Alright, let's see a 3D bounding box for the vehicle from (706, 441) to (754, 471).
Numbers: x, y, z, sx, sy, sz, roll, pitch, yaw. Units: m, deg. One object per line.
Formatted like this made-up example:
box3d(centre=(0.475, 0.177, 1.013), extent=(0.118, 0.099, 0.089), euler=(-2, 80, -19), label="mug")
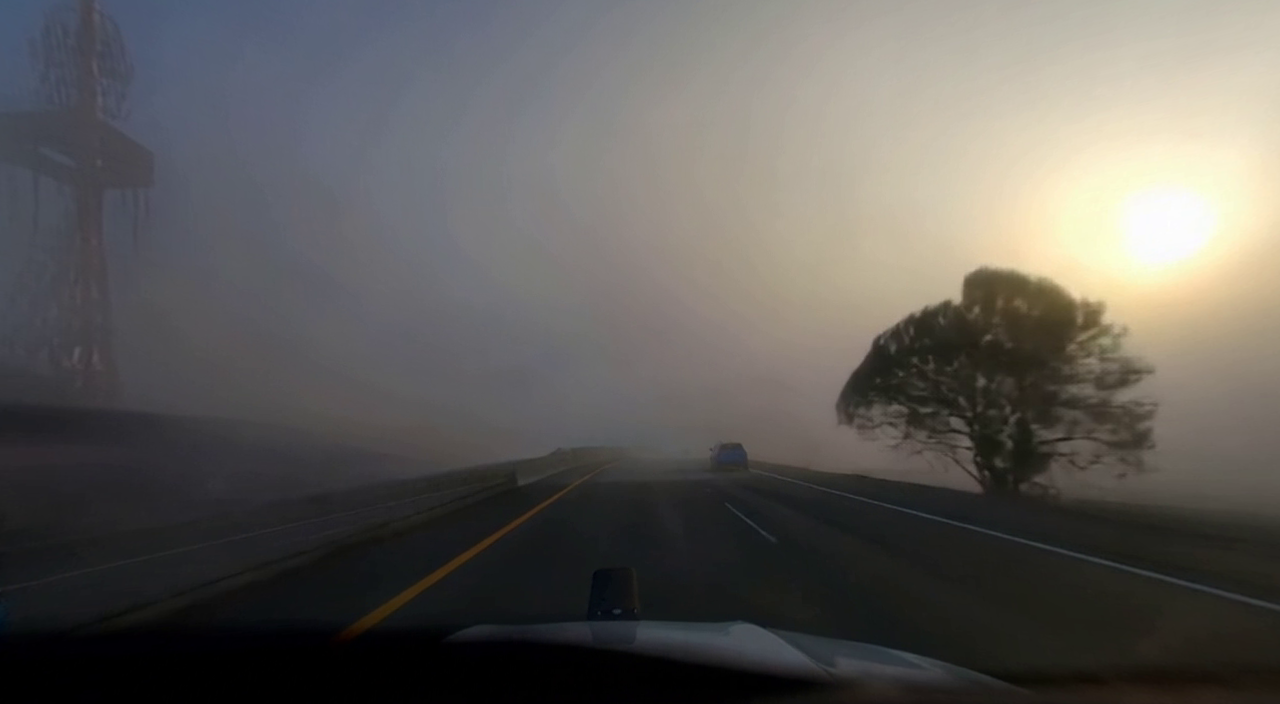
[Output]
box3d(centre=(4.789, 5.600, 34.265), extent=(2.030, 1.526, 4.165), euler=(0, -8, 1), label="vehicle")
